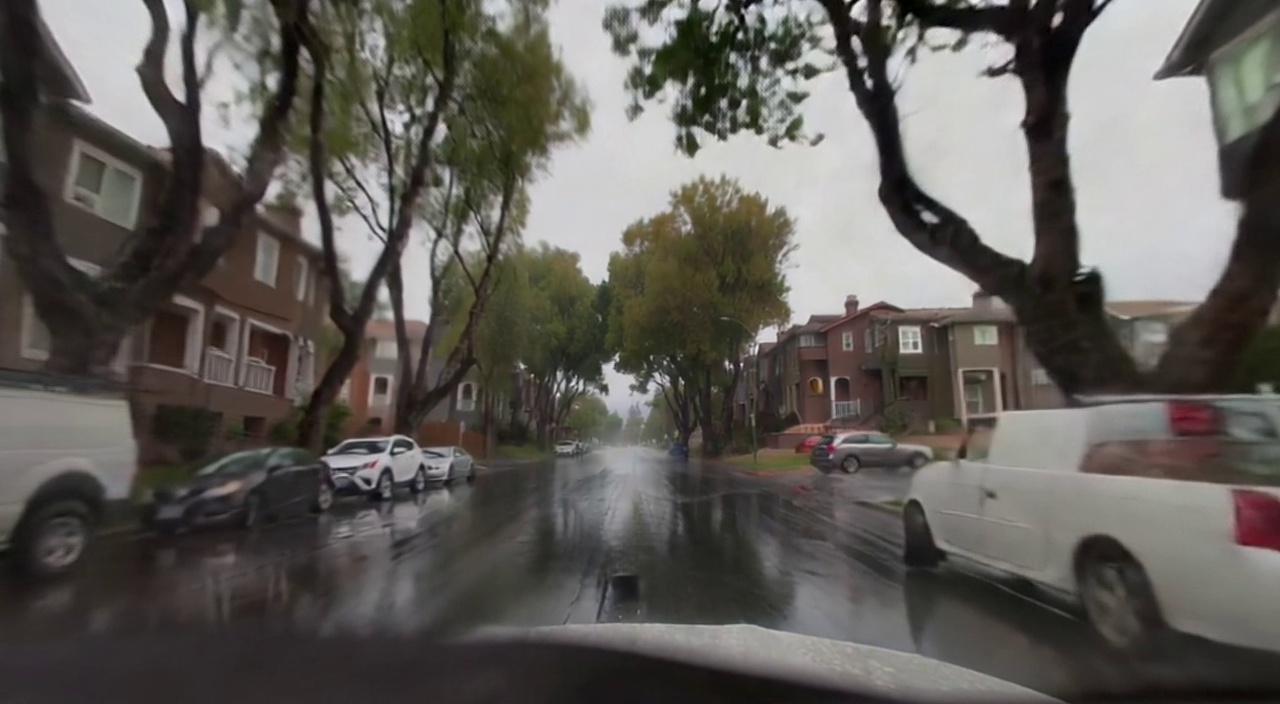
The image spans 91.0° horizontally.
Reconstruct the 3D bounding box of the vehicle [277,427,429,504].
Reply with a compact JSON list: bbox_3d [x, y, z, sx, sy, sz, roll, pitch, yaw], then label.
[{"bbox_3d":[-7.553,3.054,17.151,2.136,1.758,4.297,-2,-9,0],"label":"vehicle"}]

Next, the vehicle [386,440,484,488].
[{"bbox_3d":[-7.179,3.954,22.597,1.912,1.466,4.754,-2,-9,1],"label":"vehicle"}]

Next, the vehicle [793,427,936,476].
[{"bbox_3d":[8.322,3.737,23.827,4.726,1.731,2.075,-1,-8,8],"label":"vehicle"}]

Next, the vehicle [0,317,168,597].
[{"bbox_3d":[-7.335,0.887,5.251,2.341,2.674,5.753,0,-9,-2],"label":"vehicle"}]

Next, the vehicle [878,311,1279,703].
[{"bbox_3d":[4.096,1.137,5.271,2.216,1.955,4.970,0,-8,0],"label":"vehicle"}]

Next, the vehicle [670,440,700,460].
[{"bbox_3d":[3.471,7.693,49.505,1.956,1.468,4.698,1,-8,-1],"label":"vehicle"}]

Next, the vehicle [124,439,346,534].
[{"bbox_3d":[-7.428,2.446,12.075,1.845,1.510,3.729,1,-8,-2],"label":"vehicle"}]
